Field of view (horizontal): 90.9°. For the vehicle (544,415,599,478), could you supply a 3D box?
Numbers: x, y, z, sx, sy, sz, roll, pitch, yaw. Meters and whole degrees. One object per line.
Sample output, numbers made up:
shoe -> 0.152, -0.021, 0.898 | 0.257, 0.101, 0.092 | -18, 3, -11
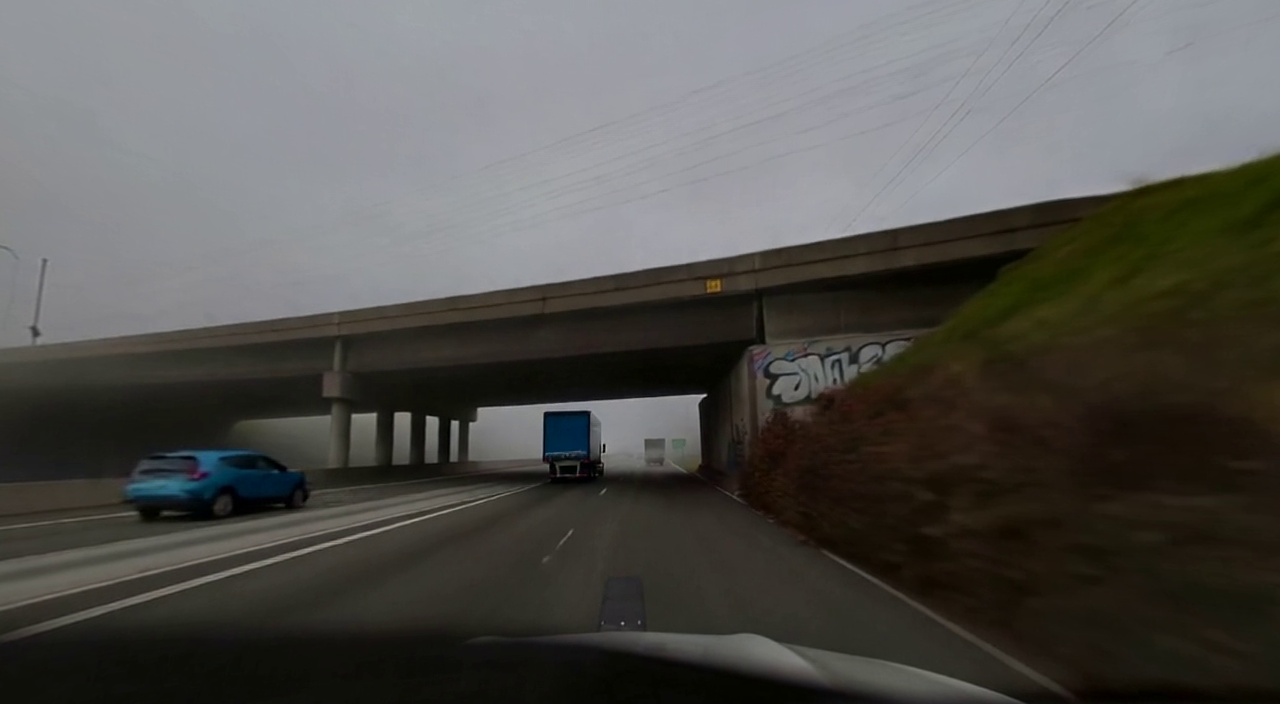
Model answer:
vehicle -> -4.706, 6.767, 45.178 | 2.955, 4.022, 8.842 | 0, -9, 0

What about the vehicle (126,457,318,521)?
vehicle -> -10.580, 3.463, 16.451 | 1.940, 1.381, 4.348 | 0, -9, 1
